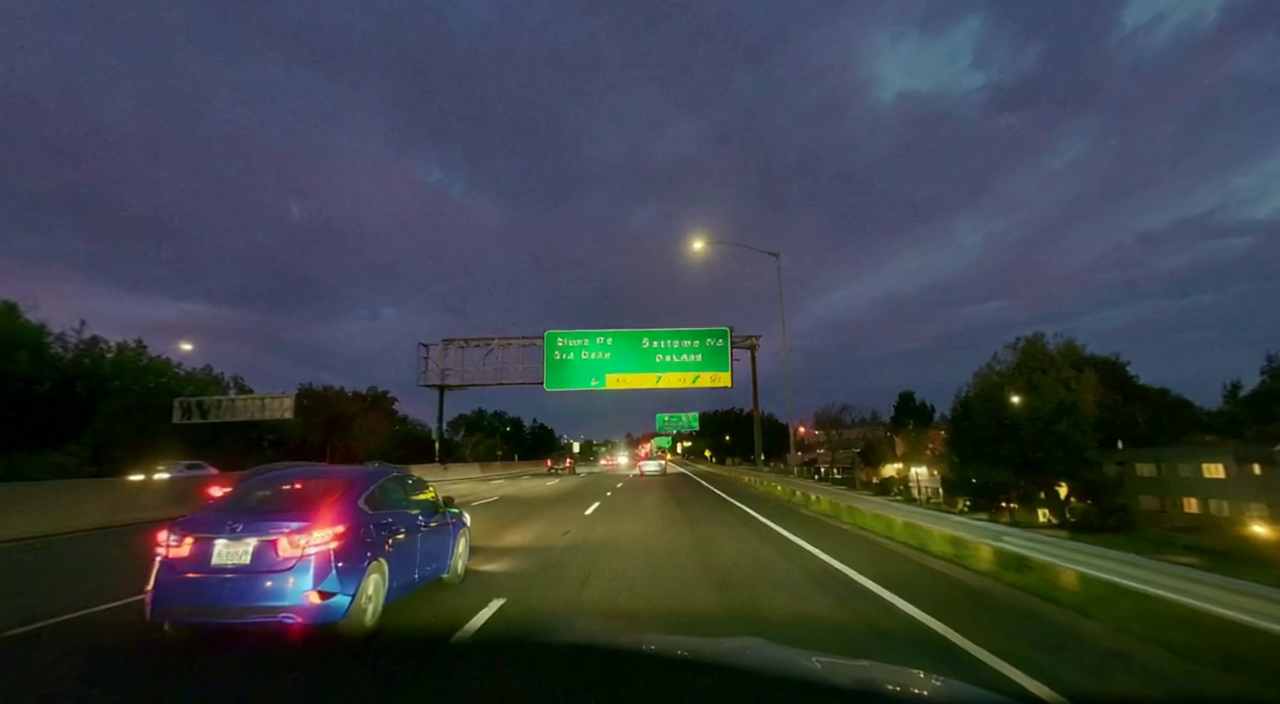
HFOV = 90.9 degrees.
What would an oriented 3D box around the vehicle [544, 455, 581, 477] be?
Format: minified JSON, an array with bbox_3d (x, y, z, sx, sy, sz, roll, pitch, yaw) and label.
[{"bbox_3d":[-5.810,8.593,47.762,2.018,1.519,4.380,-1,-8,3],"label":"vehicle"}]

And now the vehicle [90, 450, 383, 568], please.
[{"bbox_3d":[-6.367,2.466,10.753,2.075,1.528,4.327,-1,-8,1],"label":"vehicle"}]

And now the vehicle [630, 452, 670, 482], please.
[{"bbox_3d":[0.547,6.268,34.610,2.051,1.443,3.770,-1,-8,1],"label":"vehicle"}]
